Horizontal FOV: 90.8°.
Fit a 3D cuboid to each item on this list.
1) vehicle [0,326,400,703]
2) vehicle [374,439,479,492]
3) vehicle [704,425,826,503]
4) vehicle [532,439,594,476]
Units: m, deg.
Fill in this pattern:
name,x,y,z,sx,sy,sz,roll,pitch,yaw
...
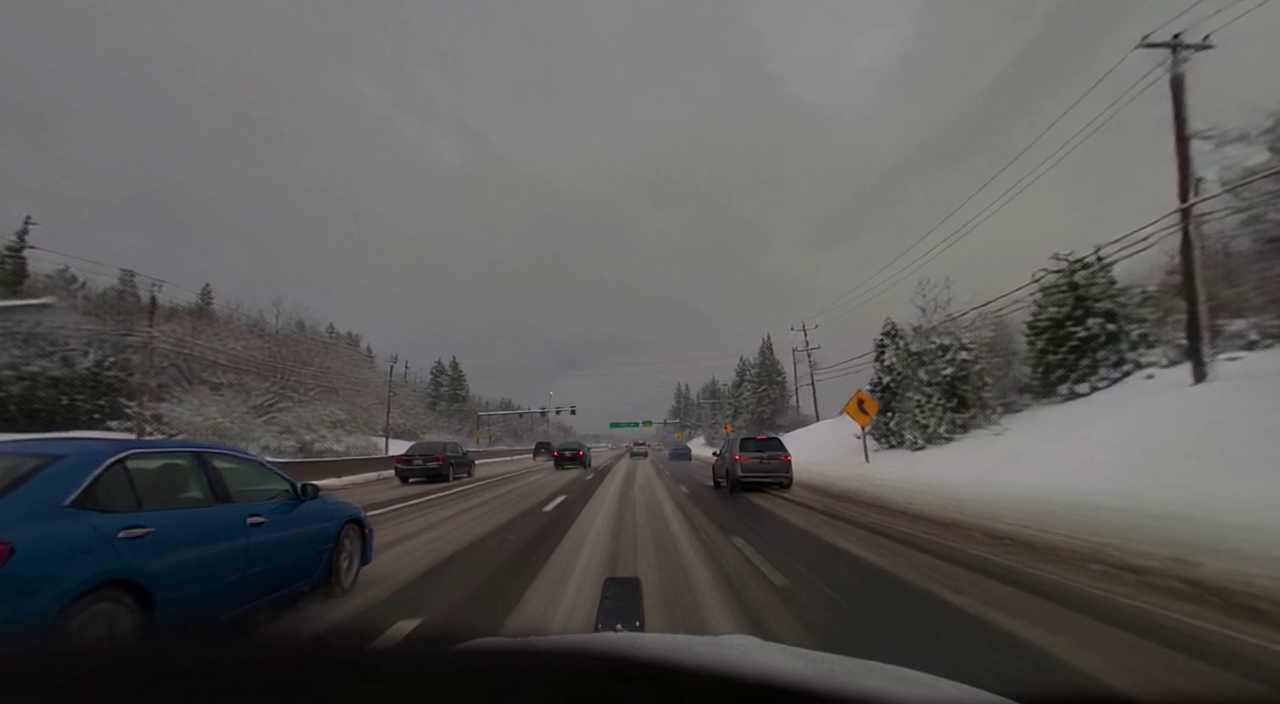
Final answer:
name,x,y,z,sx,sy,sz,roll,pitch,yaw
vehicle,-3.258,0.990,3.602,2.104,1.707,4.338,0,-8,-1
vehicle,-6.645,3.548,20.168,1.903,1.482,4.180,0,-8,0
vehicle,2.940,2.757,15.996,2.100,1.659,4.387,0,-8,-1
vehicle,-3.252,4.565,27.584,2.066,1.488,4.377,0,-8,1
